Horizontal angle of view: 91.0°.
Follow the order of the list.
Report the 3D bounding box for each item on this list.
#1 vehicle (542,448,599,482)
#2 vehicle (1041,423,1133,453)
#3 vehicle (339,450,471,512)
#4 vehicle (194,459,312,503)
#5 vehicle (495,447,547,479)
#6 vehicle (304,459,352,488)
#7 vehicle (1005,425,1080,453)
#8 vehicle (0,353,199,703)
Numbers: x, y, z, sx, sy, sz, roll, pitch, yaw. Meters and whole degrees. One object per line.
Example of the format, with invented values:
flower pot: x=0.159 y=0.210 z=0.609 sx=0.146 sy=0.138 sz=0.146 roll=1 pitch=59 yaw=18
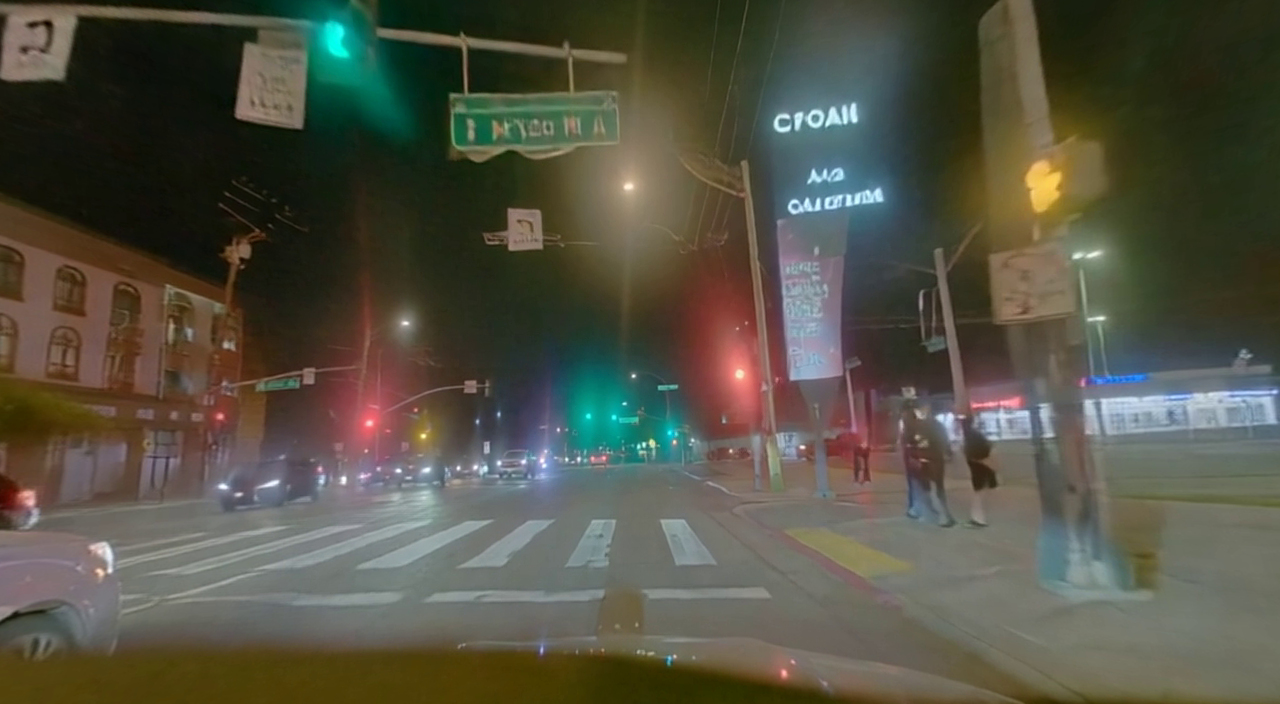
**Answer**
vehicle: x=-3.254 y=5.378 z=30.287 sx=2.147 sy=1.472 sz=4.406 roll=0 pitch=-9 yaw=1
vehicle: x=27.656 y=5.391 z=39.148 sx=2.083 sy=1.668 sz=4.638 roll=-1 pitch=-10 yaw=-3
vehicle: x=-6.505 y=3.591 z=18.079 sx=1.960 sy=1.479 sz=4.654 roll=0 pitch=-9 yaw=0
vehicle: x=-15.323 y=5.117 z=25.263 sx=1.979 sy=1.507 sz=4.226 roll=0 pitch=-9 yaw=1
vehicle: x=-6.478 y=6.074 z=34.754 sx=2.012 sy=1.664 sz=3.917 roll=0 pitch=-9 yaw=1
vehicle: x=-18.964 y=7.327 z=38.154 sx=1.964 sy=1.569 sz=4.256 roll=6 pitch=-10 yaw=-34
vehicle: x=24.730 y=5.402 z=38.833 sx=1.690 sy=1.559 sz=3.521 roll=5 pitch=-11 yaw=-18
vehicle: x=-3.316 y=0.652 z=0.924 sx=2.042 sy=1.673 sz=4.516 roll=0 pitch=-9 yaw=0
